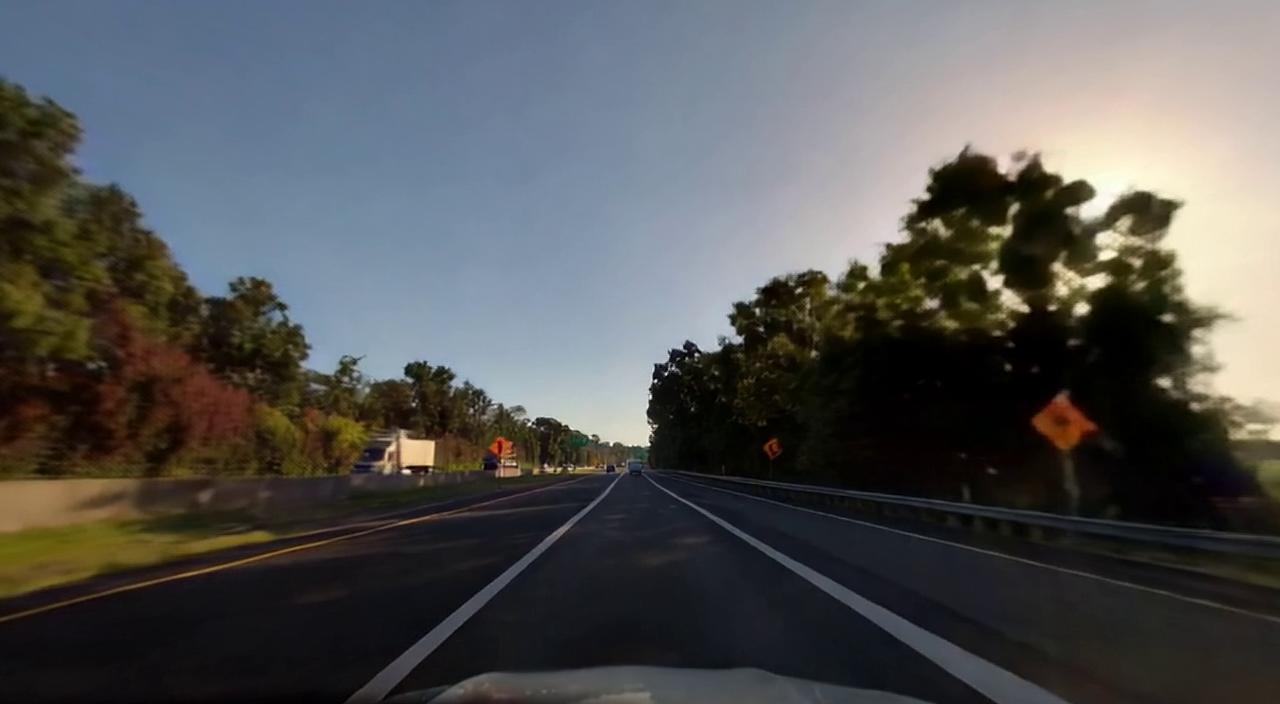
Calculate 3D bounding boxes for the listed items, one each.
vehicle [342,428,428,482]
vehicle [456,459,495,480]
[{"bbox_3d":[-16.692,6.913,41.873,2.701,3.278,6.997,0,-11,0],"label":"vehicle"},{"bbox_3d":[-12.718,9.133,48.987,1.838,1.494,4.195,1,-10,0],"label":"vehicle"}]
